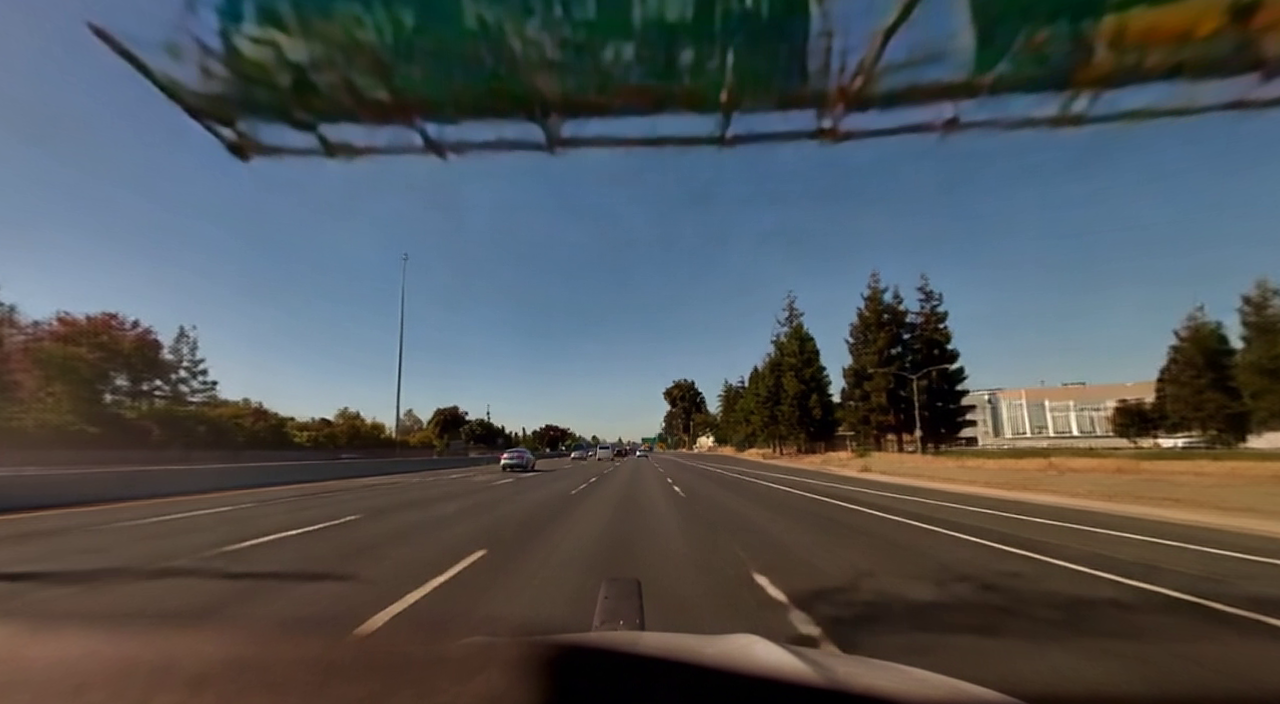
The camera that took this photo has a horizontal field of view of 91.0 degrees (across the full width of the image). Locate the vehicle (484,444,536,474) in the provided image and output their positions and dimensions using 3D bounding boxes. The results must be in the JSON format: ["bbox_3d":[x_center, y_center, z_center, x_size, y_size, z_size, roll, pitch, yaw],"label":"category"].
[{"bbox_3d":[-7.120,5.903,34.934,1.985,1.513,4.172,0,-9,1],"label":"vehicle"}]
